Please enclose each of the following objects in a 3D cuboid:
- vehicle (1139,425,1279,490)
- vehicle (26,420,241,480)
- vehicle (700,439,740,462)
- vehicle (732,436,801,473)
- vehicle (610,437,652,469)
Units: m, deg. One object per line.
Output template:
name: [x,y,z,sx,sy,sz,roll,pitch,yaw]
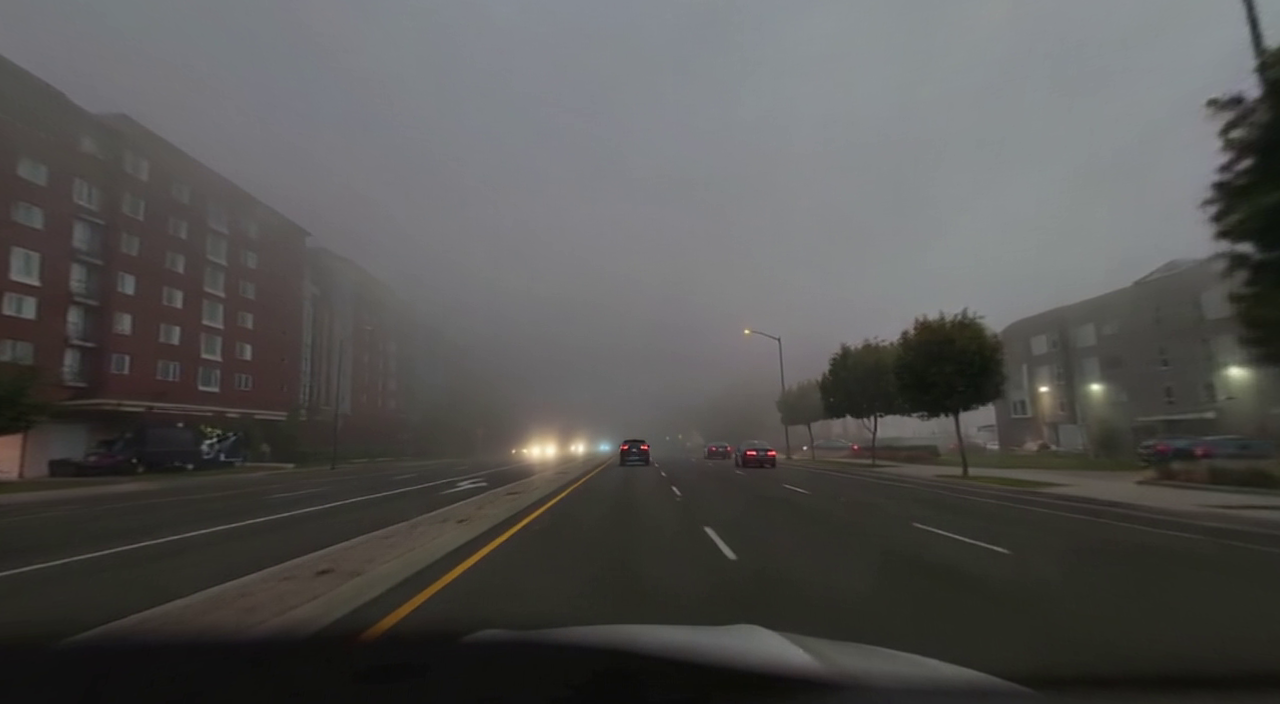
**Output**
vehicle: [20.449,3.598,21.708,2.286,1.948,4.949,0,-9,-1]
vehicle: [-33.192,6.474,42.455,4.125,3.409,11.667,-1,-8,5]
vehicle: [5.618,6.946,44.590,2.154,1.554,4.149,0,-9,-2]
vehicle: [5.832,4.778,29.611,2.121,1.557,4.898,0,-9,-1]
vehicle: [-0.471,5.295,33.216,2.106,1.553,3.964,0,-8,-1]
